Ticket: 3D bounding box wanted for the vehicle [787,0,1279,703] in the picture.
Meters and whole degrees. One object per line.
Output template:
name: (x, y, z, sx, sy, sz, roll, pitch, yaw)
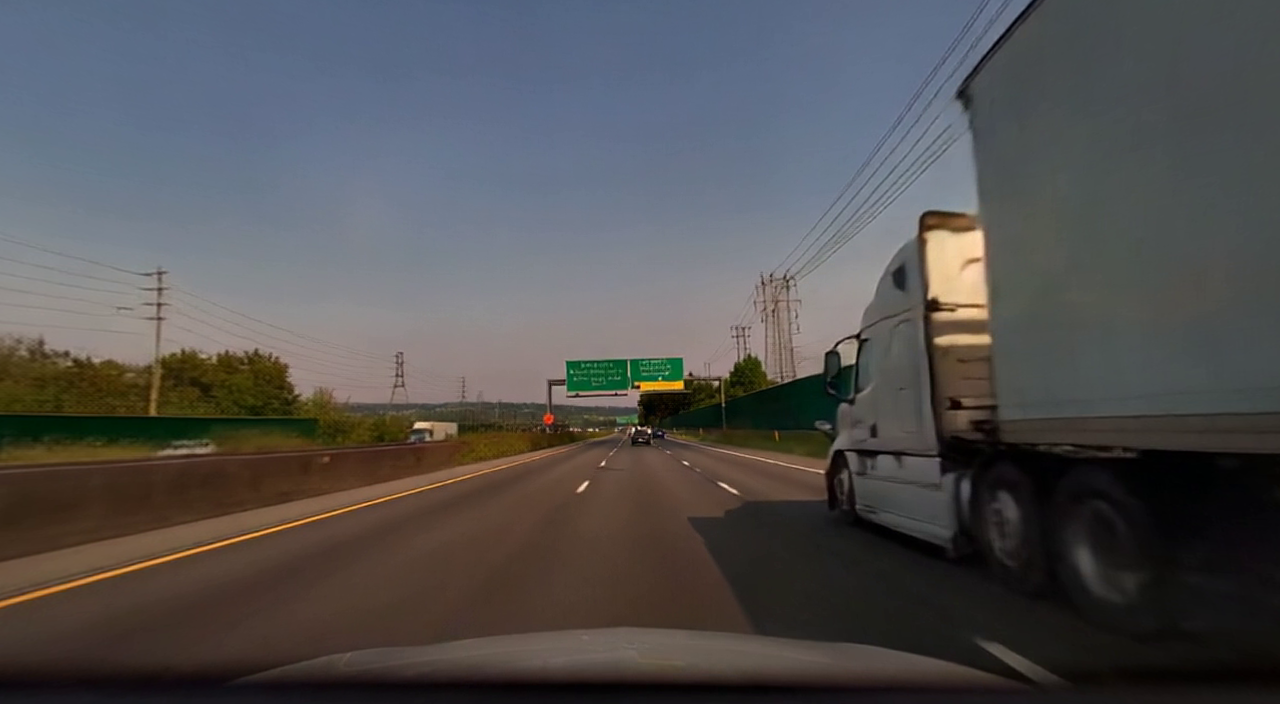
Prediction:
vehicle: (3.656, 0.139, 5.809, 3.031, 3.881, 5.944, 0, -8, -1)
